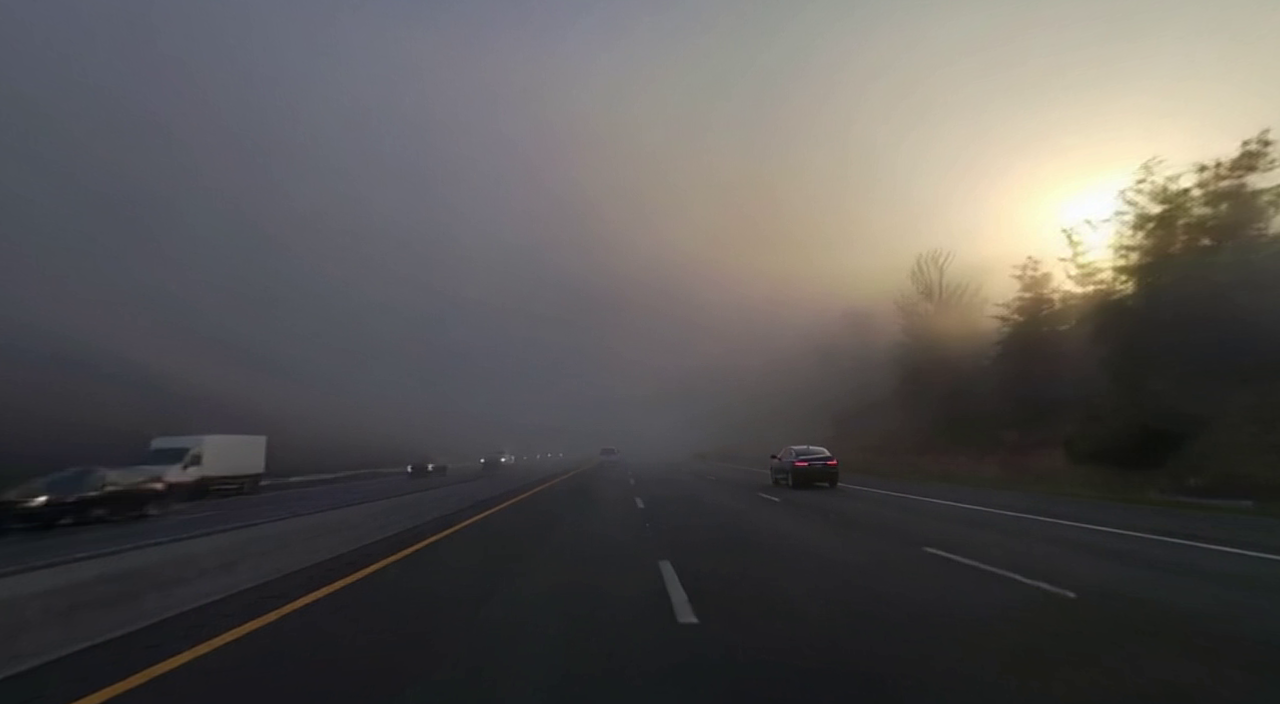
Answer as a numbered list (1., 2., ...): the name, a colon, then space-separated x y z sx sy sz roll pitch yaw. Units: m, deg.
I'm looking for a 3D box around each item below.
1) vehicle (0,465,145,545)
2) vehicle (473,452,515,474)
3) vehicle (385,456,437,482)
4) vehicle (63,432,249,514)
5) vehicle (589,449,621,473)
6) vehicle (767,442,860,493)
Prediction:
1. vehicle: -13.849 3.382 14.303 1.897 1.488 4.214 0 -9 -2
2. vehicle: -10.931 8.334 47.515 2.097 1.503 4.780 0 -9 -1
3. vehicle: -14.596 7.481 40.430 1.908 1.493 4.047 0 -9 -1
4. vehicle: -17.661 4.409 23.604 2.368 2.652 5.789 0 -9 -2
5. vehicle: -2.328 7.352 42.805 2.021 1.507 4.272 0 -9 -2
6. vehicle: 5.769 3.887 21.509 1.903 1.566 3.866 0 -9 -3
